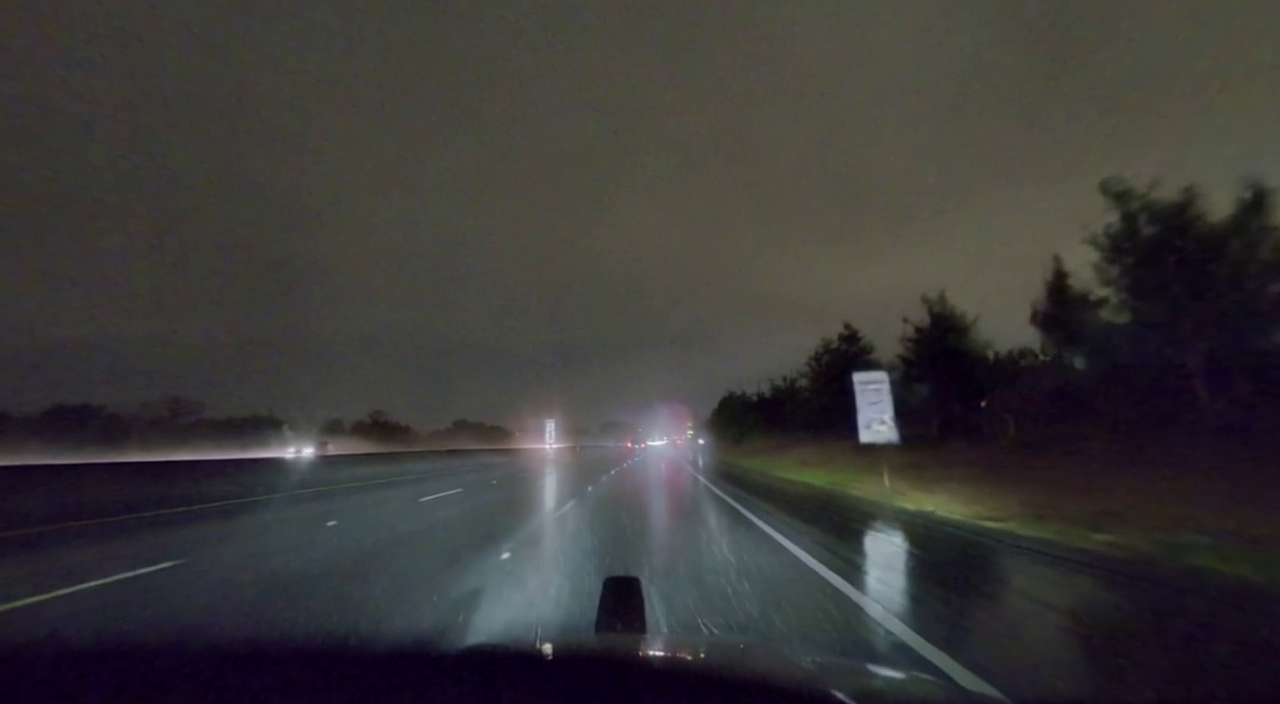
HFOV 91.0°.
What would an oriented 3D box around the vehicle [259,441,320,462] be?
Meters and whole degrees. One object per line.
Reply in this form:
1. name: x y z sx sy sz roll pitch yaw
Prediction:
1. vehicle: -27.185 7.726 49.008 1.857 1.509 4.825 0 -9 2
